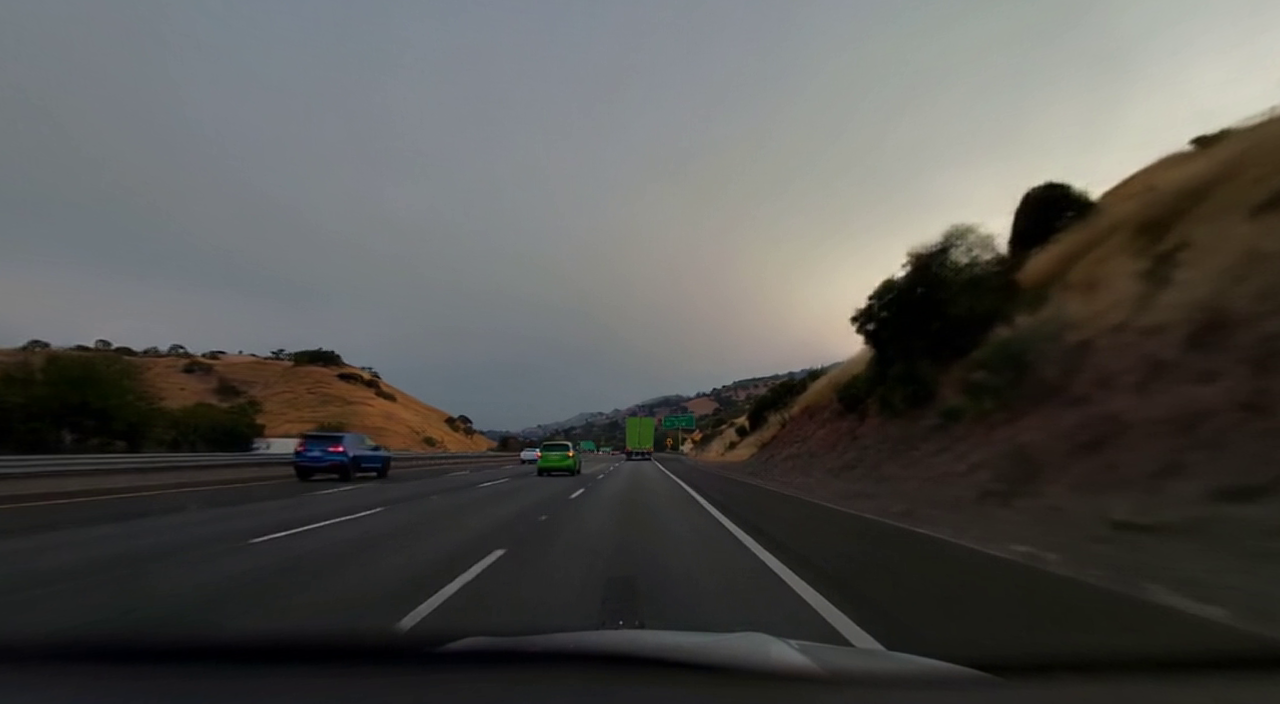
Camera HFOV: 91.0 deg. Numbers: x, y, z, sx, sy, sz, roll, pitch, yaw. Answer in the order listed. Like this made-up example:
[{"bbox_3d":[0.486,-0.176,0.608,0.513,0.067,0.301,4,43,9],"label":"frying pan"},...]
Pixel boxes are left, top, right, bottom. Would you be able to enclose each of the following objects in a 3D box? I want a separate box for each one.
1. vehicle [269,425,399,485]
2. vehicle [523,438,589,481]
[{"bbox_3d":[-10.811,3.698,22.818,2.111,1.906,5.028,0,-9,1],"label":"vehicle"},{"bbox_3d":[-3.656,4.767,28.221,2.194,1.725,4.698,0,-9,1],"label":"vehicle"}]
